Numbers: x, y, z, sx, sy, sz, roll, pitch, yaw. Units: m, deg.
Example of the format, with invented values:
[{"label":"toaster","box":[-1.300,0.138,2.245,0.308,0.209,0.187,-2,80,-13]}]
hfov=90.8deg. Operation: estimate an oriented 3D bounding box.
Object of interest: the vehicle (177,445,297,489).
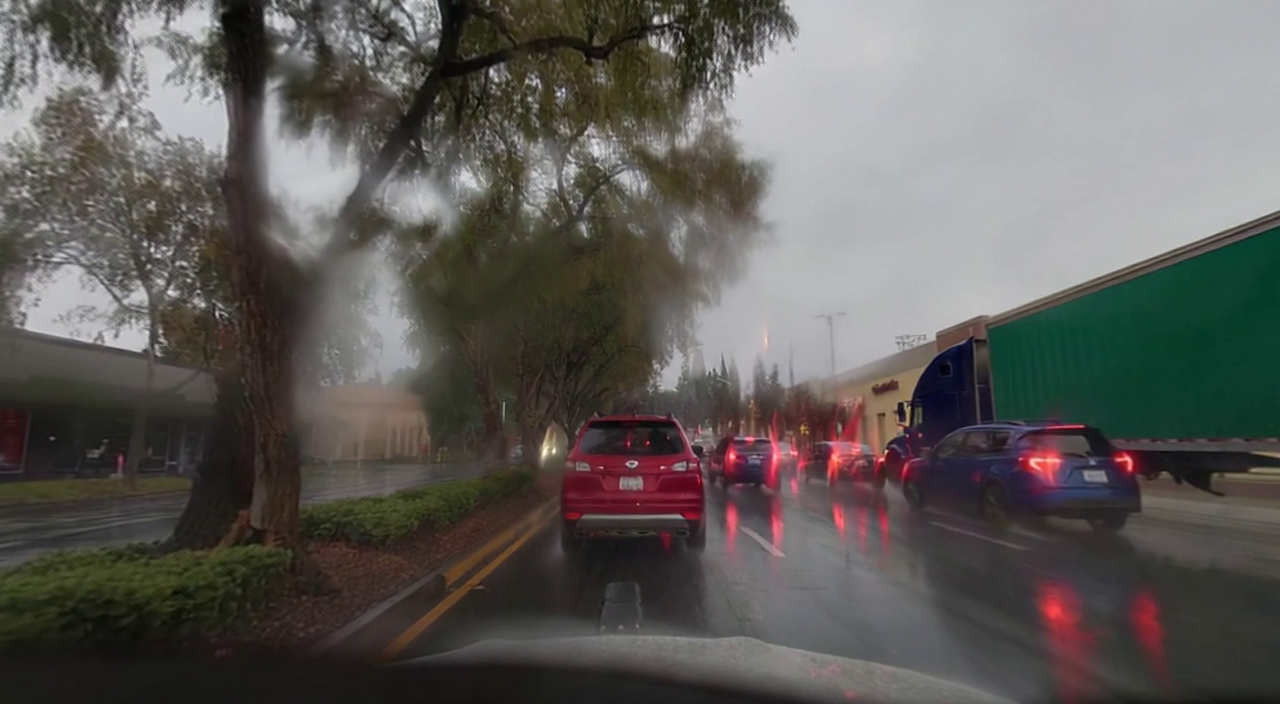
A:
[{"label":"vehicle","box":[-19.307,5.503,30.658,2.302,1.939,5.221,0,-9,1]}]

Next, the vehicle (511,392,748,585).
[{"label":"vehicle","box":[-0.135,1.655,8.384,2.320,1.880,4.192,0,-9,-1]}]

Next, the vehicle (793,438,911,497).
[{"label":"vehicle","box":[6.227,3.433,19.220,2.035,1.553,4.465,0,-9,0]}]

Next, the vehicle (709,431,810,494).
[{"label":"vehicle","box":[3.407,3.274,19.005,2.123,1.648,4.547,0,-9,0]}]

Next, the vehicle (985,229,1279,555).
[{"label":"vehicle","box":[9.978,0.269,6.670,2.879,4.284,17.334,0,-9,0]}]
